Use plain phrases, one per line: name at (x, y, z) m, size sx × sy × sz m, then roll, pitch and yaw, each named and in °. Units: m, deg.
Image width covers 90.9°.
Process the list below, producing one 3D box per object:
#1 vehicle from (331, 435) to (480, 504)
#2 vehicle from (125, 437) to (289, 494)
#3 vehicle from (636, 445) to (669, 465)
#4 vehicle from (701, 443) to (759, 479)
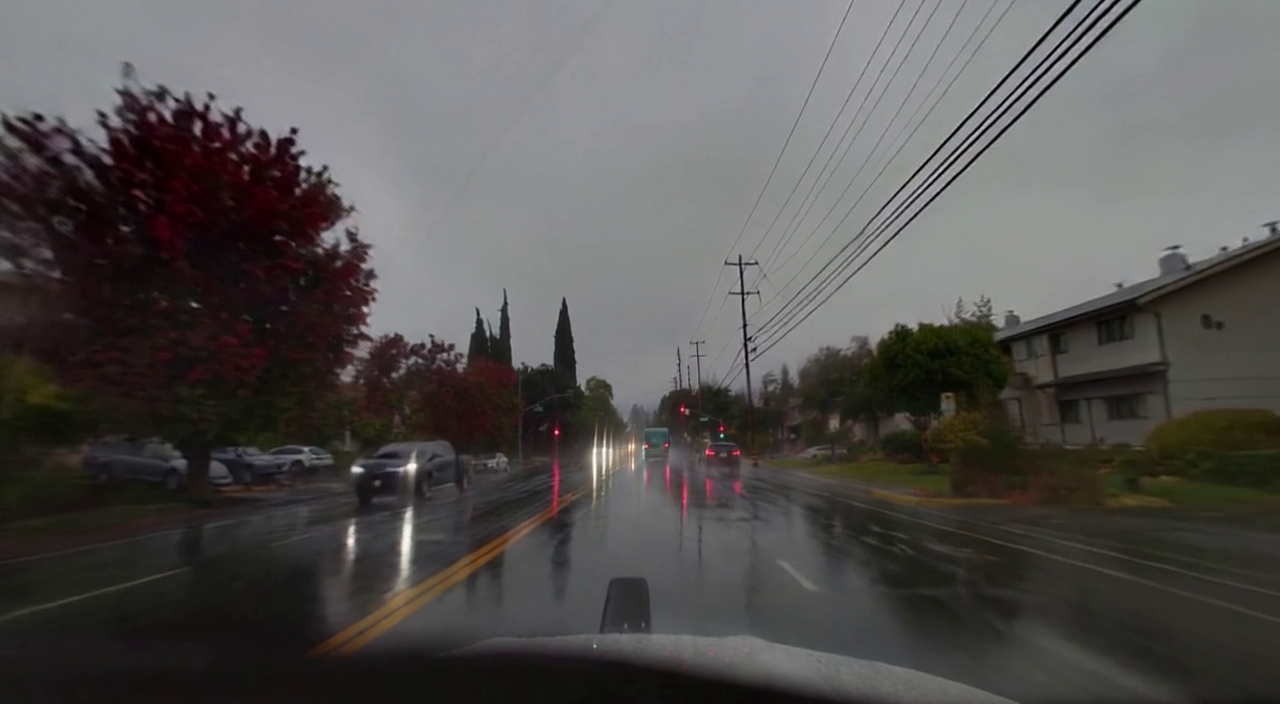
vehicle at (-6.872, 3.500, 19.346) m, size 2.303 × 1.789 × 5.423 m, roll 0°, pitch -8°, yaw 2°
vehicle at (-16.451, 4.276, 24.479) m, size 2.244 × 1.851 × 5.751 m, roll -2°, pitch -8°, yaw 1°
vehicle at (0.897, 7.606, 46.820) m, size 2.298 × 1.359 × 4.081 m, roll 0°, pitch -8°, yaw 1°
vehicle at (3.973, 4.863, 28.485) m, size 1.951 × 1.479 × 4.487 m, roll 0°, pitch -8°, yaw 0°
